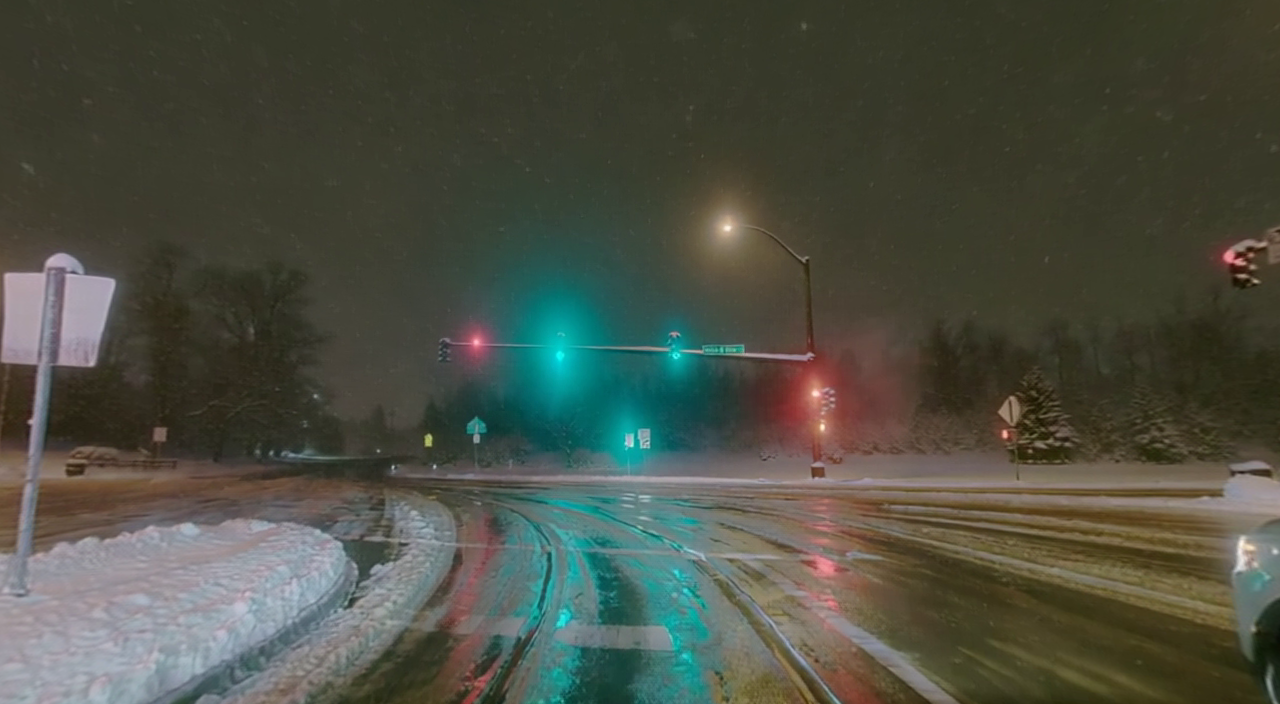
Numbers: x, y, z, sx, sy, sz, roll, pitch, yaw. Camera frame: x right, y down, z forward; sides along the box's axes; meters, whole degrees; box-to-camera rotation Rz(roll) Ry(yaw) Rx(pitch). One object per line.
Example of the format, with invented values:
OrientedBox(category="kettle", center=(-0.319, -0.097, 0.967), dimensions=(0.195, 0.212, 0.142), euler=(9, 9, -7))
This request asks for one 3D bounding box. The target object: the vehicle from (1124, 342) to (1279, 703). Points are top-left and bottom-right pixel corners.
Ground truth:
OrientedBox(category="vehicle", center=(3.062, 0.571, 0.588), dimensions=(1.938, 1.648, 4.211), euler=(-1, -8, 2))
